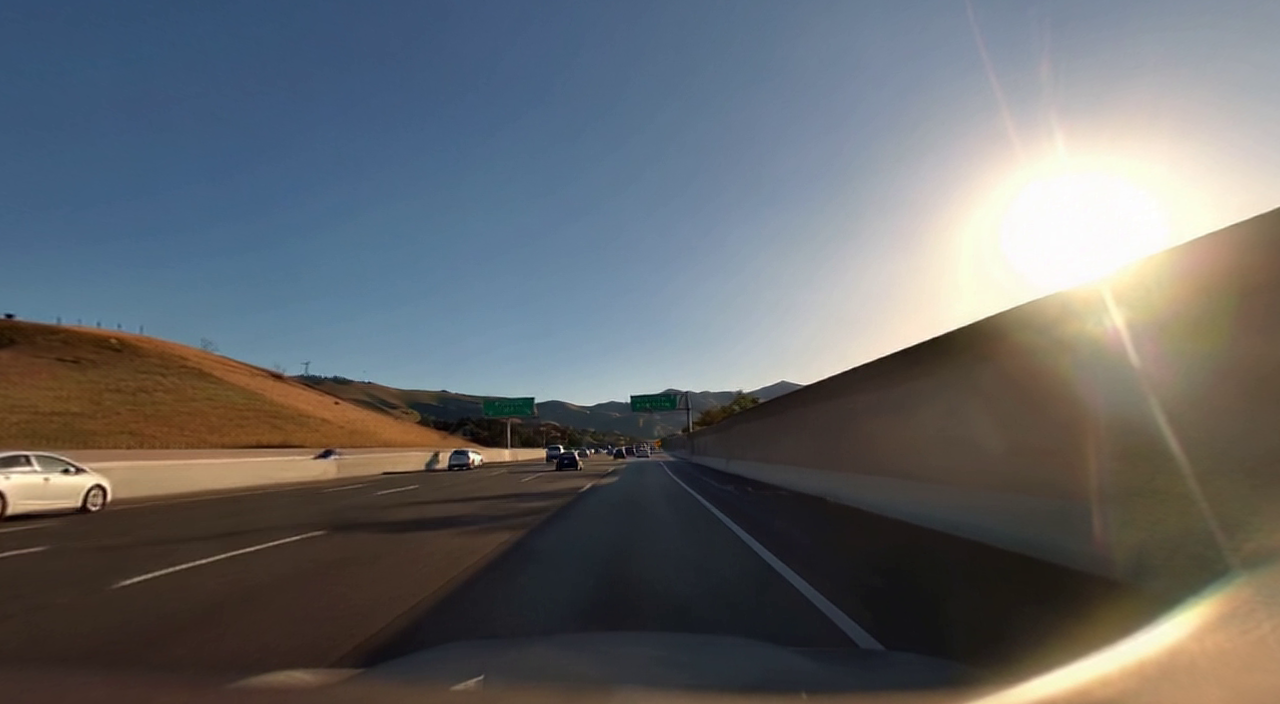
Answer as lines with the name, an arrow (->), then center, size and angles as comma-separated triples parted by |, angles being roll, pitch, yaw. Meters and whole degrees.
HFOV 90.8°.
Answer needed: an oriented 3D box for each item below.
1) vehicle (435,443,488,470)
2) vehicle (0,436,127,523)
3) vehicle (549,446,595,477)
vehicle -> -12.053, 7.067, 42.935 | 2.076, 1.766, 4.831 | 0, -8, 1
vehicle -> -13.090, 2.480, 12.432 | 2.035, 1.630, 4.527 | 0, -8, 2
vehicle -> -3.514, 5.738, 33.365 | 1.931, 1.492, 4.076 | 0, -8, 1
